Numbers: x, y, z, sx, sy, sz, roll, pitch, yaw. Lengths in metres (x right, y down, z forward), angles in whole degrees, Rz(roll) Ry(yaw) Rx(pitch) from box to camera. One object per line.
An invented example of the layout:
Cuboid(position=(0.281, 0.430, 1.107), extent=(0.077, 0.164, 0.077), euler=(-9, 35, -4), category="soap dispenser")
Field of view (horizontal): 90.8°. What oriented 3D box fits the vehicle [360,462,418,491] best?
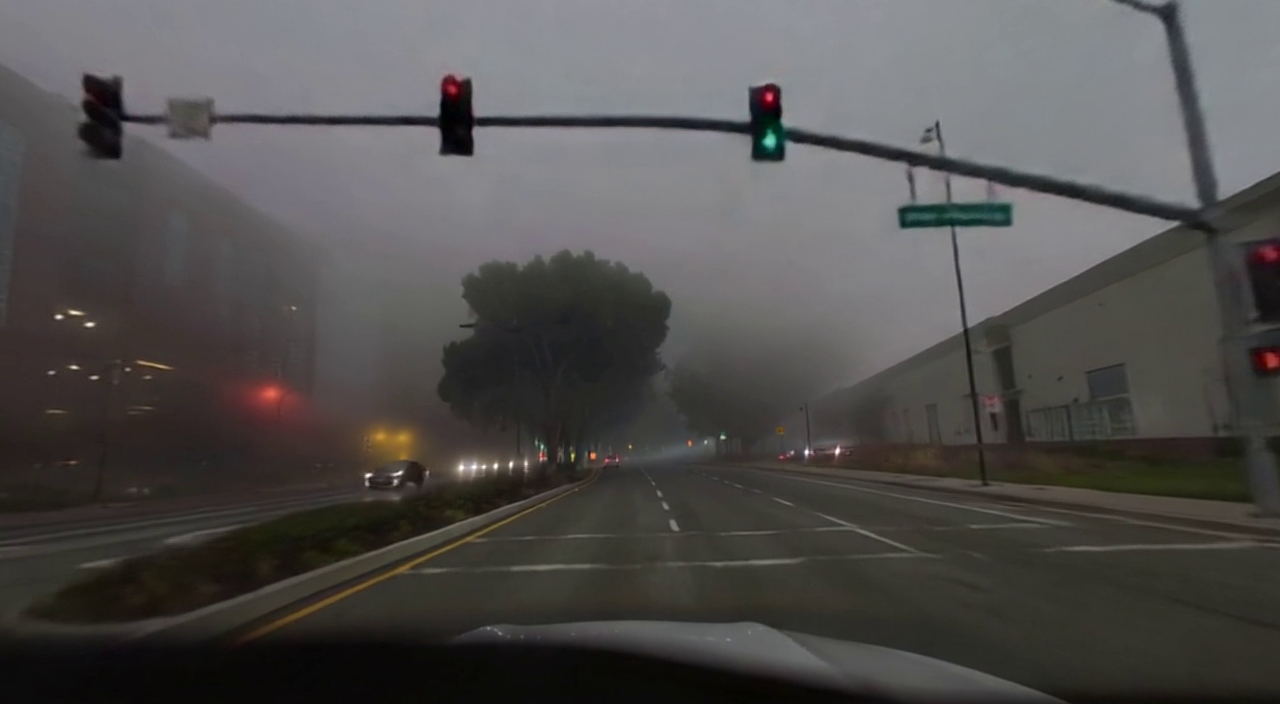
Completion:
Cuboid(position=(-15.434, 7.652, 39.051), extent=(1.833, 1.496, 4.157), euler=(-3, -9, 0), category="vehicle")
